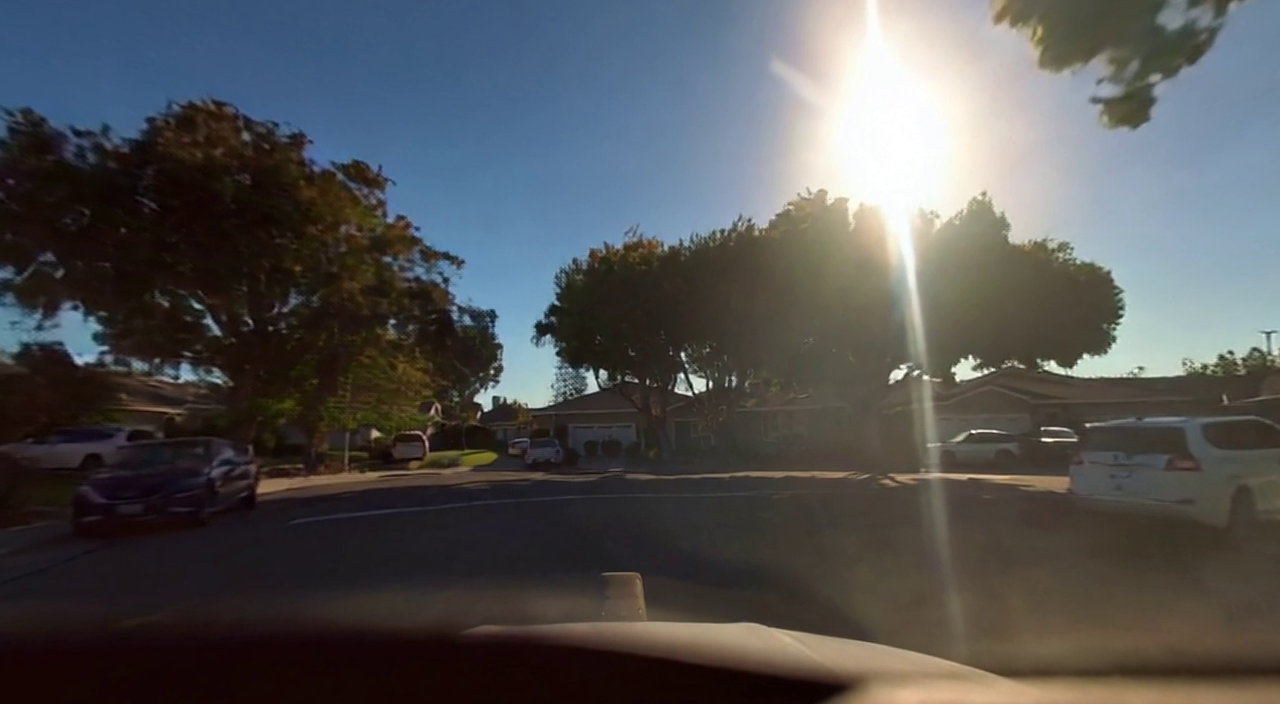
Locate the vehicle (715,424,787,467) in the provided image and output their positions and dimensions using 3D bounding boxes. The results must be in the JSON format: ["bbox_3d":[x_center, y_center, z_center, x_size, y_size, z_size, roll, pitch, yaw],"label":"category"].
[{"bbox_3d":[5.579,4.832,32.595,2.455,2.018,5.271,0,-8,-3],"label":"vehicle"}]

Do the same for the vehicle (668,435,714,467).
[{"bbox_3d":[2.579,5.101,32.648,1.833,1.540,3.532,0,-8,-3],"label":"vehicle"}]

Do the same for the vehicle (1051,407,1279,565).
[{"bbox_3d":[8.658,1.823,9.330,4.863,1.784,2.109,4,-10,-28],"label":"vehicle"}]

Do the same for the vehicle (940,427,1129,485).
[{"bbox_3d":[13.143,3.513,21.509,5.082,1.789,1.947,-4,-9,23],"label":"vehicle"}]

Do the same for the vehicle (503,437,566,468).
[{"bbox_3d":[-5.693,5.321,33.662,1.932,1.518,4.343,5,-10,-29],"label":"vehicle"}]

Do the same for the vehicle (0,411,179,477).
[{"bbox_3d":[-15.913,2.580,17.735,4.400,1.717,2.067,-1,-8,6],"label":"vehicle"}]

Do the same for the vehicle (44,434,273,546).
[{"bbox_3d":[-7.896,2.210,11.013,2.236,1.459,4.832,4,-9,-26],"label":"vehicle"}]

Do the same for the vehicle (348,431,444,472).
[{"bbox_3d":[-12.021,4.831,30.944,5.096,1.824,2.305,-8,-11,42],"label":"vehicle"}]

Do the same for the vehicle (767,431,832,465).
[{"bbox_3d":[8.378,5.087,33.559,2.160,1.695,4.183,0,-8,-3],"label":"vehicle"}]
